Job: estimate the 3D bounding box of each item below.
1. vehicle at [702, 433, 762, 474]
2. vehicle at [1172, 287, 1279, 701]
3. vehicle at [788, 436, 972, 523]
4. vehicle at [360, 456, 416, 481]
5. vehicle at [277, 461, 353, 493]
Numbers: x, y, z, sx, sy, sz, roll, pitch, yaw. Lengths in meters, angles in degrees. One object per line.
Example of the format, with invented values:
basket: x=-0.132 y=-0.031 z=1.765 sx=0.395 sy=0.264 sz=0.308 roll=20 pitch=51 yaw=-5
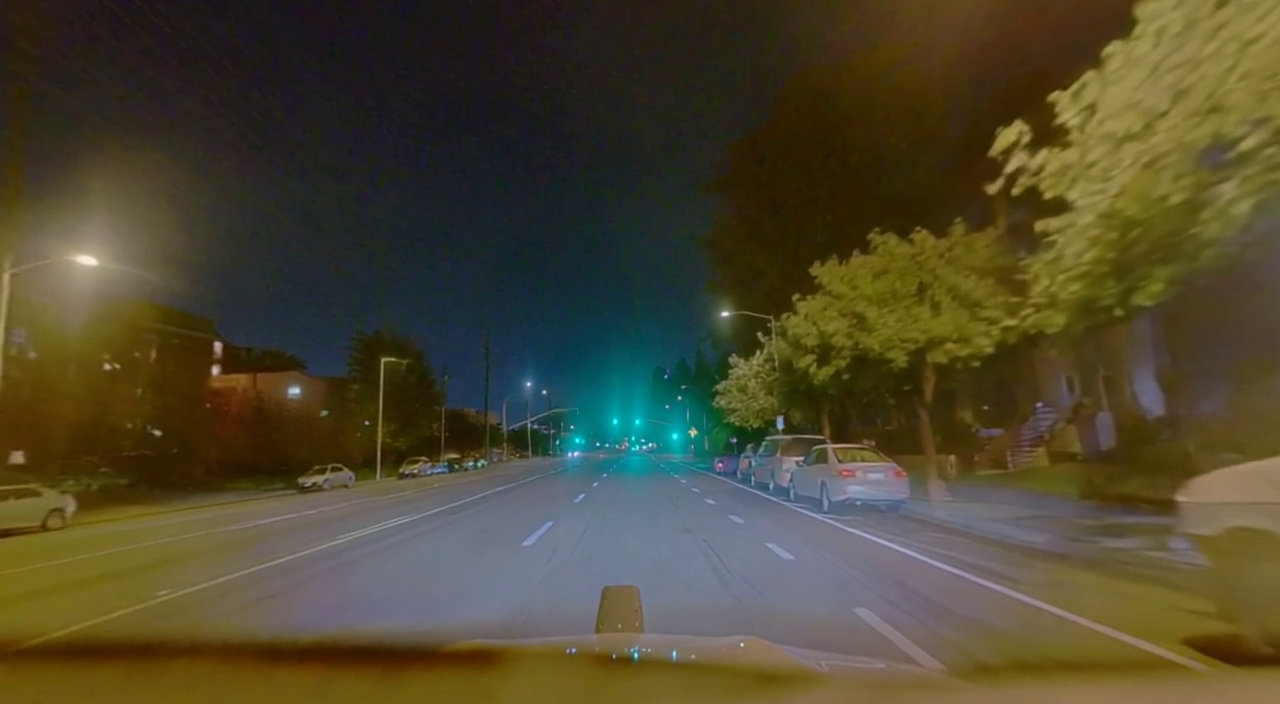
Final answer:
vehicle: x=4.387 y=4.943 z=30.929 sx=2.059 sy=1.783 sz=5.221 roll=0 pitch=-9 yaw=-1
vehicle: x=4.564 y=0.362 z=0.856 sx=2.438 sy=2.086 sz=5.821 roll=0 pitch=-9 yaw=-2
vehicle: x=4.599 y=2.510 z=13.087 sx=1.844 sy=1.426 sz=4.916 roll=0 pitch=-9 yaw=0
vehicle: x=-17.799 y=8.258 z=44.878 sx=2.151 sy=1.560 sz=4.657 roll=0 pitch=-9 yaw=-1
vehicle: x=-17.647 y=6.770 z=34.574 sx=1.811 sy=1.505 sz=4.507 roll=0 pitch=-9 yaw=-1
